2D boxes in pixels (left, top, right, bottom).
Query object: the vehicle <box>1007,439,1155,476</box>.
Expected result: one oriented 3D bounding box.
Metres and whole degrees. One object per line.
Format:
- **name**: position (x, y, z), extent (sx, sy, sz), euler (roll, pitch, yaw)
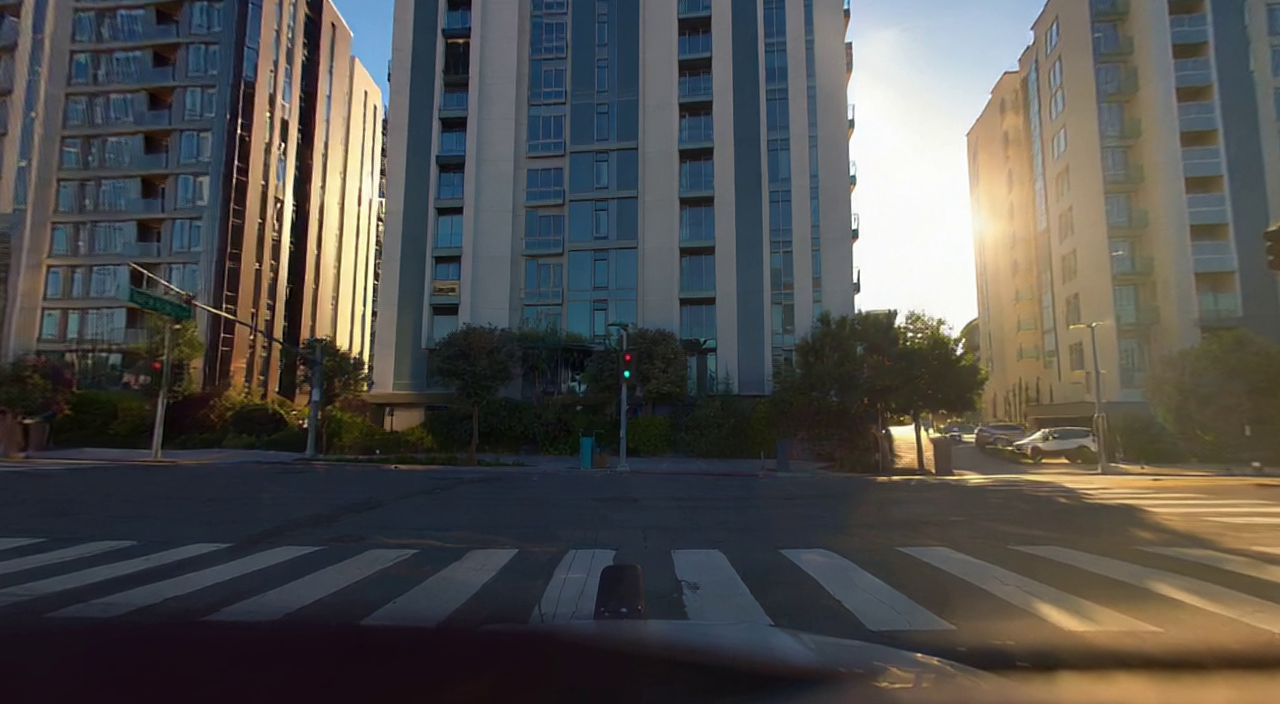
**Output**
- **vehicle**: position (18.555, 4.462, 26.702), extent (4.823, 1.458, 1.914), euler (0, -9, -1)
